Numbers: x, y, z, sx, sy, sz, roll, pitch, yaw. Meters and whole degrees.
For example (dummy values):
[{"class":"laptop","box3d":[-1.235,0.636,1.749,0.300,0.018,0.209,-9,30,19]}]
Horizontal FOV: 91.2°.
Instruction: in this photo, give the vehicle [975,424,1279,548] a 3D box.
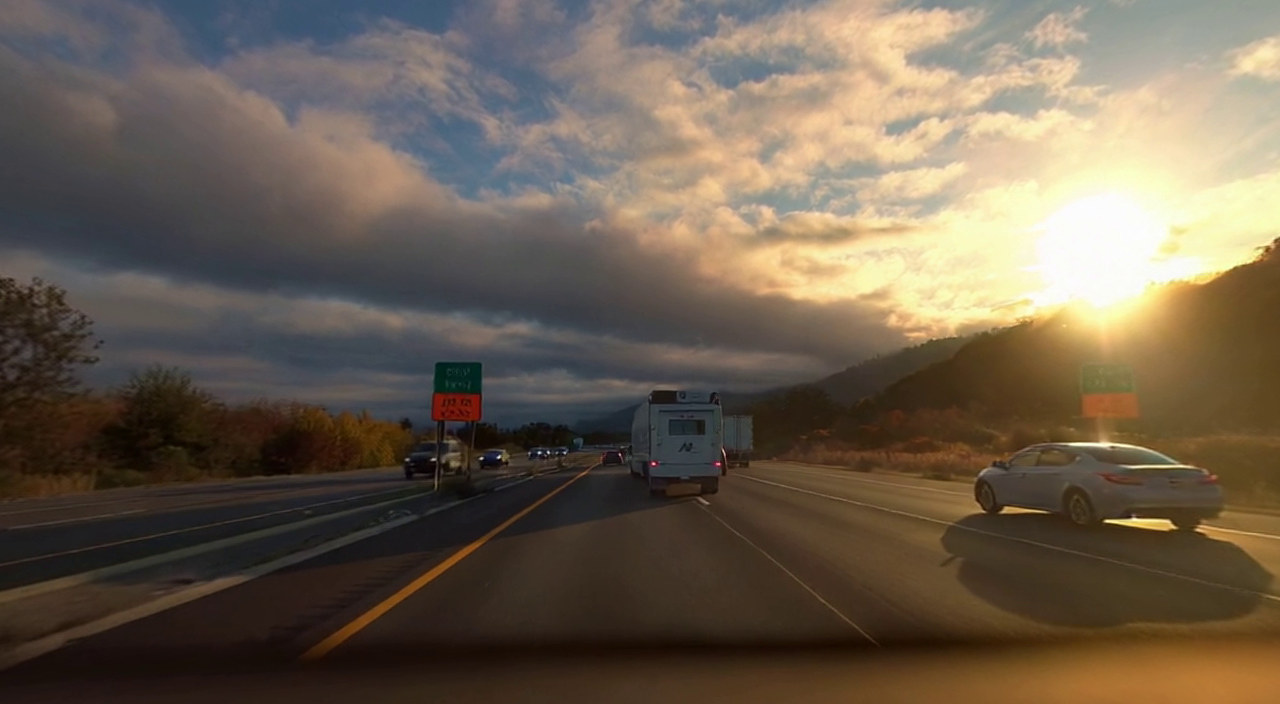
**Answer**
[{"class":"vehicle","box3d":[7.378,1.988,9.866,1.988,1.534,3.763,0,-9,-2]}]

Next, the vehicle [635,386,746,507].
[{"class":"vehicle","box3d":[1.408,2.629,17.425,2.506,2.743,6.093,-1,-9,5]}]

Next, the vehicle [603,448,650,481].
[{"class":"vehicle","box3d":[-0.605,5.068,28.472,1.985,1.371,3.674,0,-9,-1]}]

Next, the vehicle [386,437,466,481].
[{"class":"vehicle","box3d":[-9.964,5.013,29.638,2.140,1.901,4.718,0,-9,-1]}]
